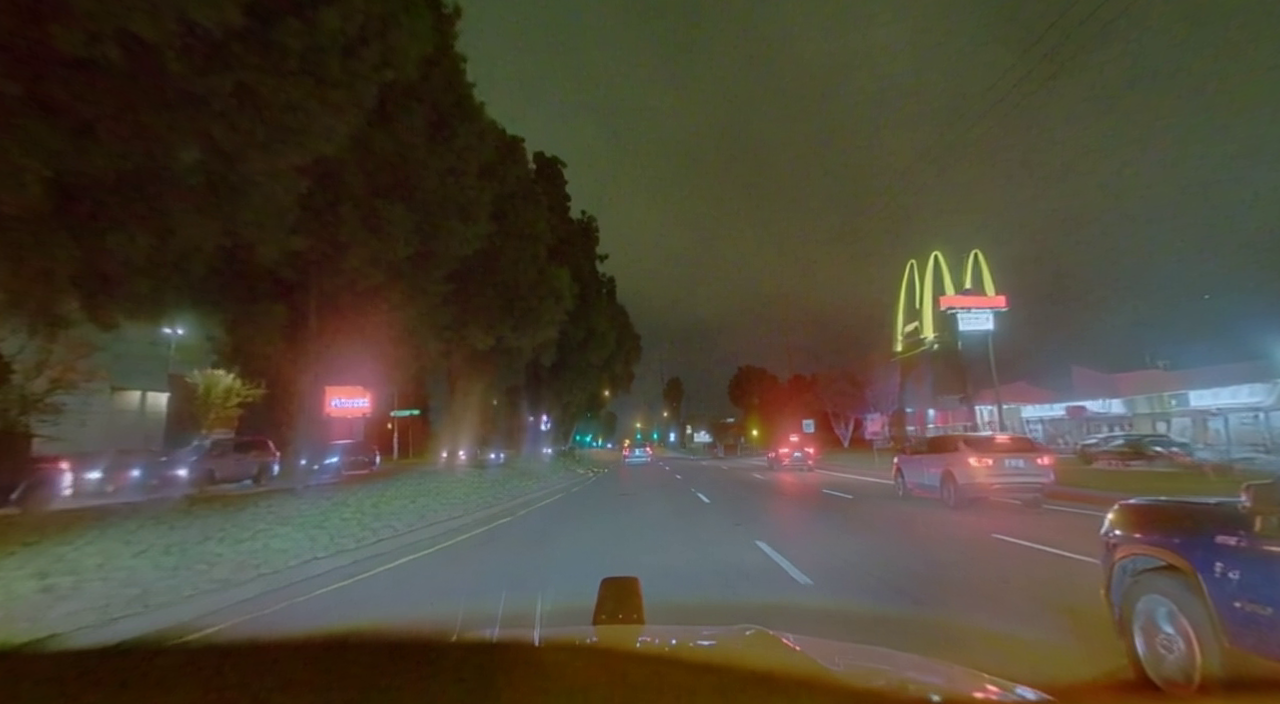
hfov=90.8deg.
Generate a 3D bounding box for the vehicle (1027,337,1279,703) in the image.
[{"bbox_3d":[3.526,0.711,1.783,2.076,1.716,4.416,0,-8,1],"label":"vehicle"}]

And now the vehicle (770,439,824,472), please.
[{"bbox_3d":[7.768,5.171,31.652,1.879,1.517,4.006,0,-8,3],"label":"vehicle"}]

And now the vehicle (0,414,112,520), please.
[{"bbox_3d":[-13.903,2.130,11.531,2.762,2.050,6.588,0,-8,1],"label":"vehicle"}]

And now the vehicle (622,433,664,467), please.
[{"bbox_3d":[0.182,5.950,38.586,2.402,1.938,4.535,0,-8,0],"label":"vehicle"}]

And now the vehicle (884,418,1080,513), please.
[{"bbox_3d":[7.380,2.489,14.277,1.977,1.786,4.344,0,-8,0],"label":"vehicle"}]

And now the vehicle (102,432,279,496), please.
[{"bbox_3d":[-14.314,3.582,20.605,2.242,1.836,4.811,0,-8,-1],"label":"vehicle"}]

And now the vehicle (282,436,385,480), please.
[{"bbox_3d":[-13.993,4.836,29.252,2.159,1.836,5.038,0,-8,1],"label":"vehicle"}]
